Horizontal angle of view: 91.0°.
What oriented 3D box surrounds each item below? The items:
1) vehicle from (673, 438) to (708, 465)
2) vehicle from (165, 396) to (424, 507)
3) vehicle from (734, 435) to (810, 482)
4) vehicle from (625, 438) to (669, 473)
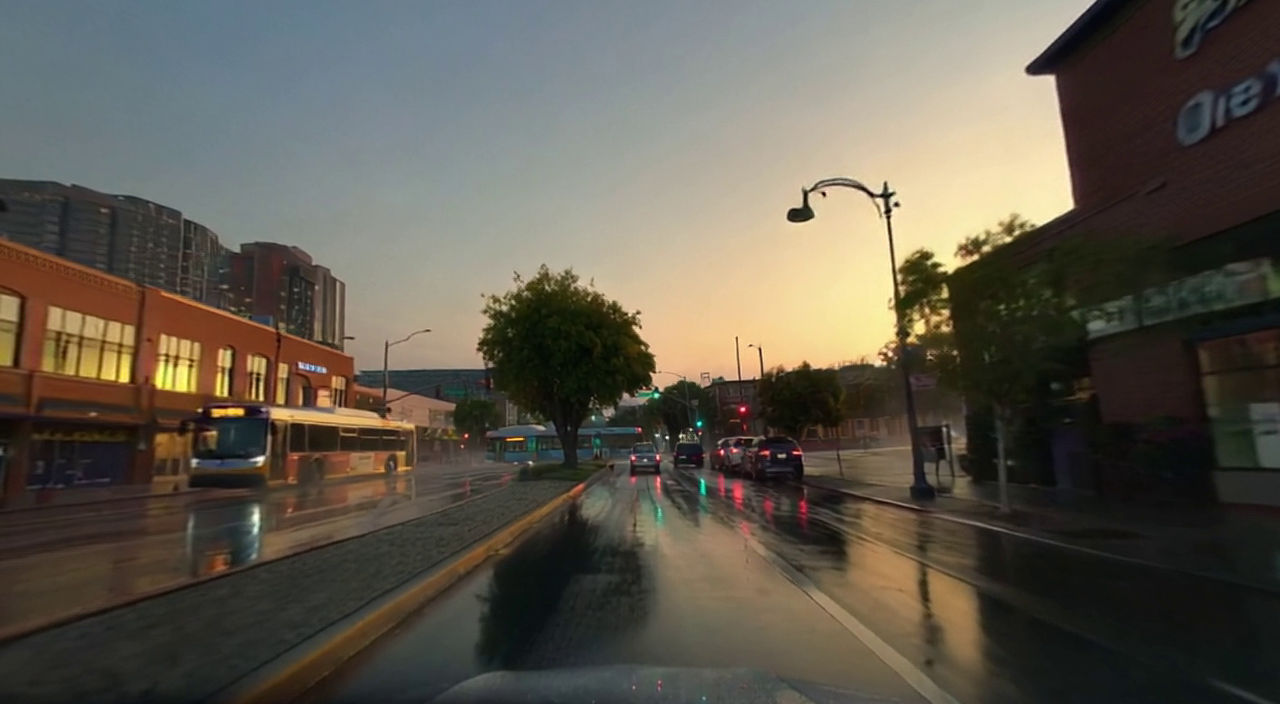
[{"bbox_3d":[3.355,6.728,42.635,2.222,1.688,3.952,0,-9,3],"label":"vehicle"},{"bbox_3d":[-12.682,3.956,25.515,3.356,3.365,12.460,0,-9,1],"label":"vehicle"},{"bbox_3d":[5.118,4.186,25.069,2.014,1.681,4.332,0,-9,-1],"label":"vehicle"},{"bbox_3d":[0.283,5.383,32.950,2.089,1.699,4.650,0,-9,-2],"label":"vehicle"}]
